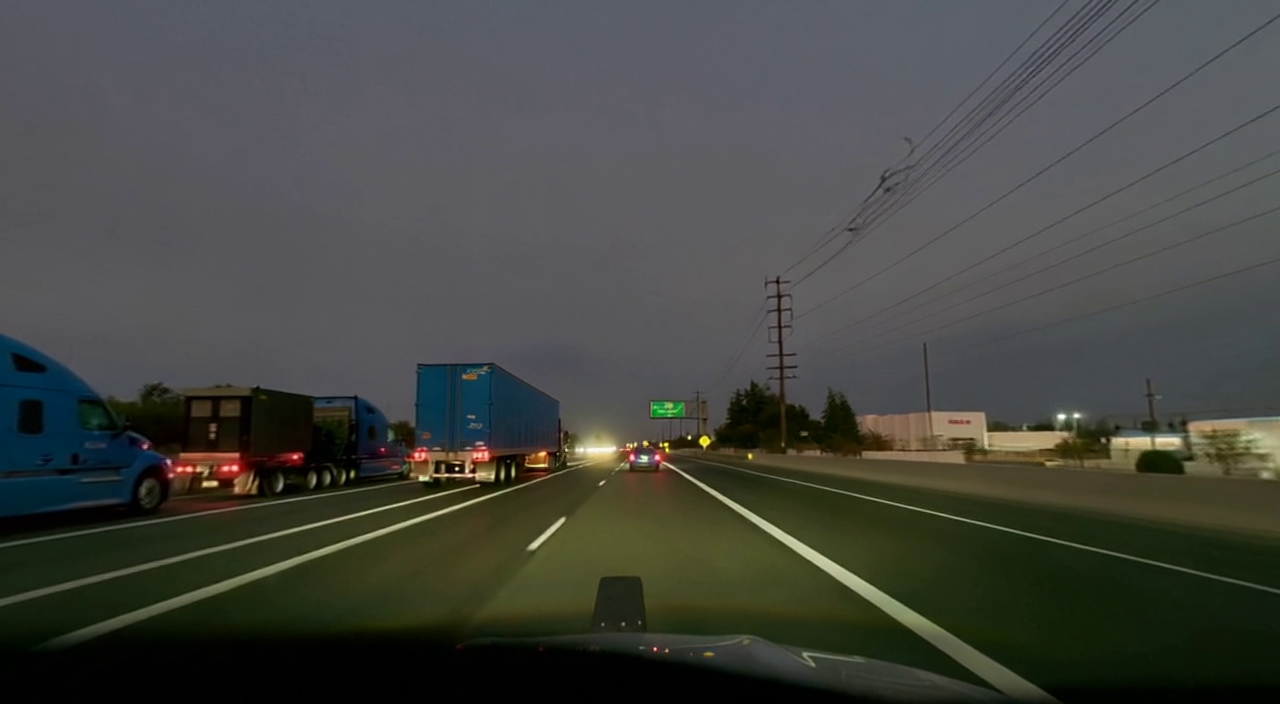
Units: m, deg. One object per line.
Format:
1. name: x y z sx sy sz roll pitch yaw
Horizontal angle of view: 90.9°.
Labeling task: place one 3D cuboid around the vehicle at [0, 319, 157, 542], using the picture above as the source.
1. vehicle: -10.559 1.018 8.249 2.722 3.172 7.167 0 -8 0

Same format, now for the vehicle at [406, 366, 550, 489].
1. vehicle: -6.452 3.614 28.603 2.907 4.081 15.311 0 -9 -2

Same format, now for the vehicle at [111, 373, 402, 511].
1. vehicle: -10.534 2.743 19.185 2.896 3.140 9.491 0 -8 0

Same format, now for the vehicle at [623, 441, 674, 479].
1. vehicle: 0.330 4.665 27.554 2.055 1.514 4.323 0 -8 -1
